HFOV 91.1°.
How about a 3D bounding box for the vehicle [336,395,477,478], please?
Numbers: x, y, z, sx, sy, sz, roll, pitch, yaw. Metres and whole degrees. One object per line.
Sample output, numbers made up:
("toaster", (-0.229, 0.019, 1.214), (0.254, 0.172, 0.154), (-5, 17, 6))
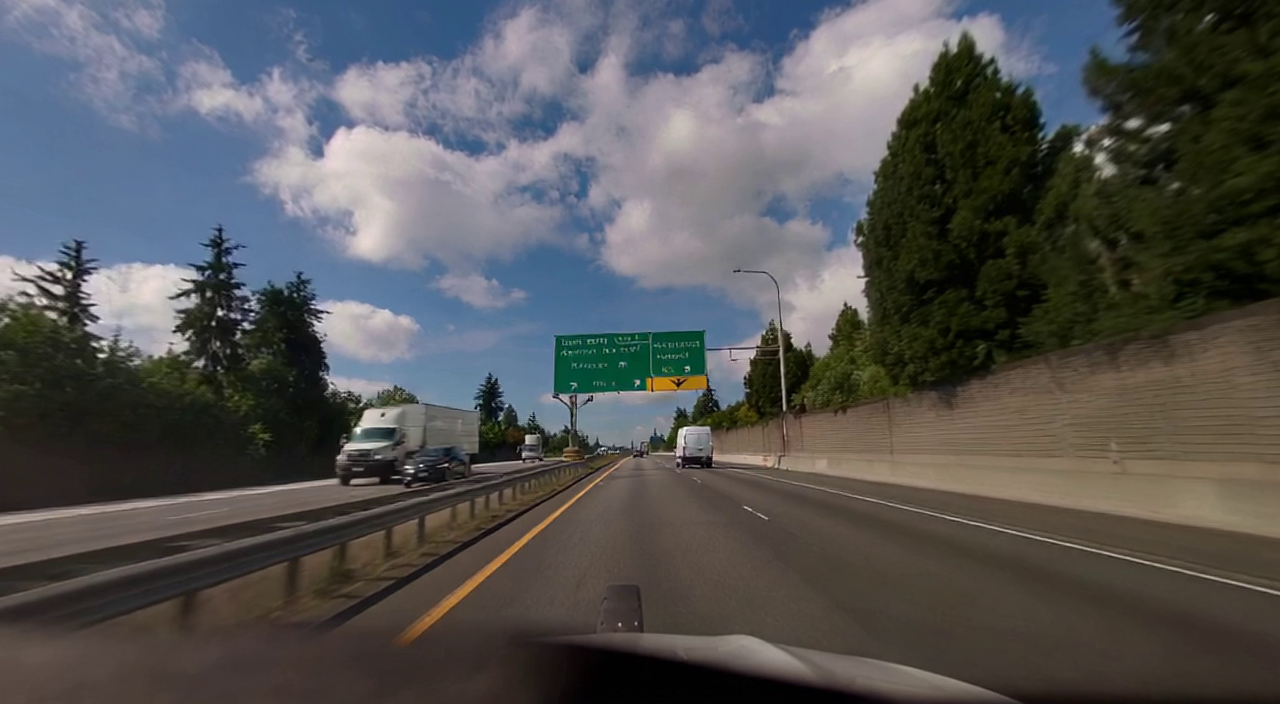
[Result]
("vehicle", (-12.871, 5.063, 36.734), (3.219, 3.940, 13.412), (0, -9, 0))

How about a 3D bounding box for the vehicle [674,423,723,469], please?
("vehicle", (3.818, 6.325, 42.266), (2.449, 2.805, 6.763), (0, -9, -1))
